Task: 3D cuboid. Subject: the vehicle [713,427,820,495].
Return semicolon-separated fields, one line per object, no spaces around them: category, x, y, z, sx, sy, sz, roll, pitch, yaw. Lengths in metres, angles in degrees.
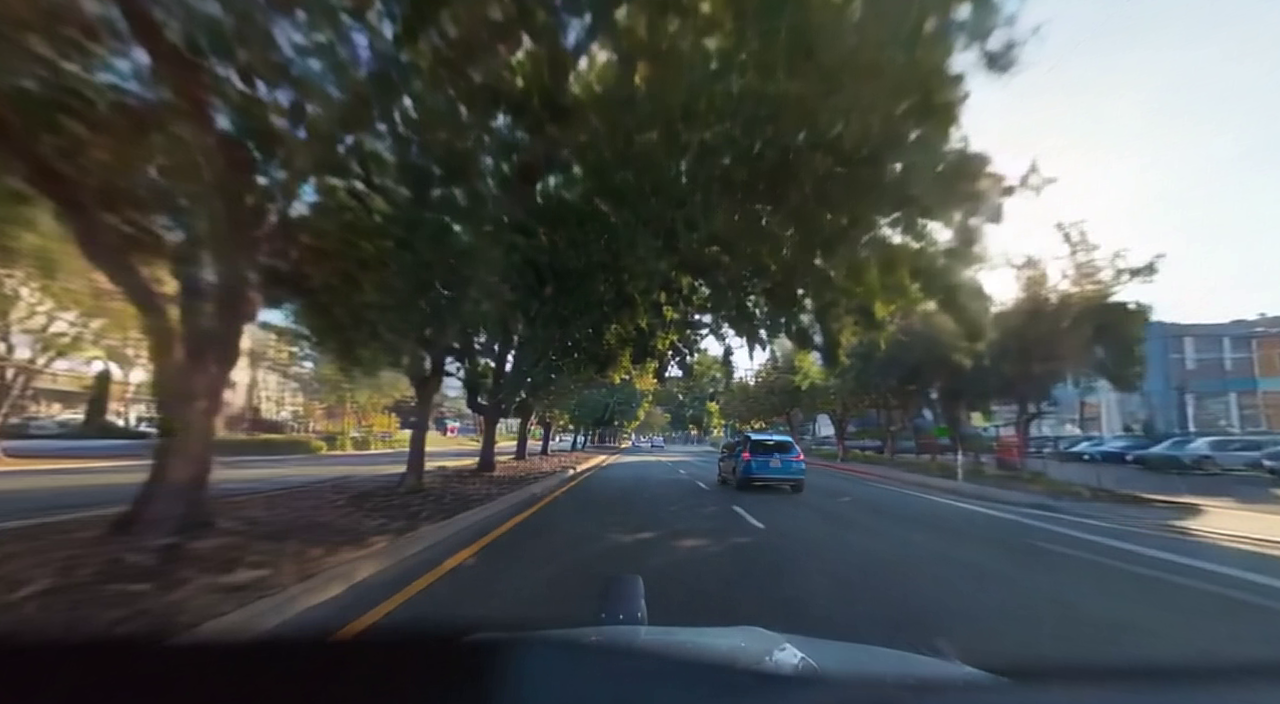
vehicle;3.434;3.055;18.010;2.072;1.696;4.177;0;-8;-2
